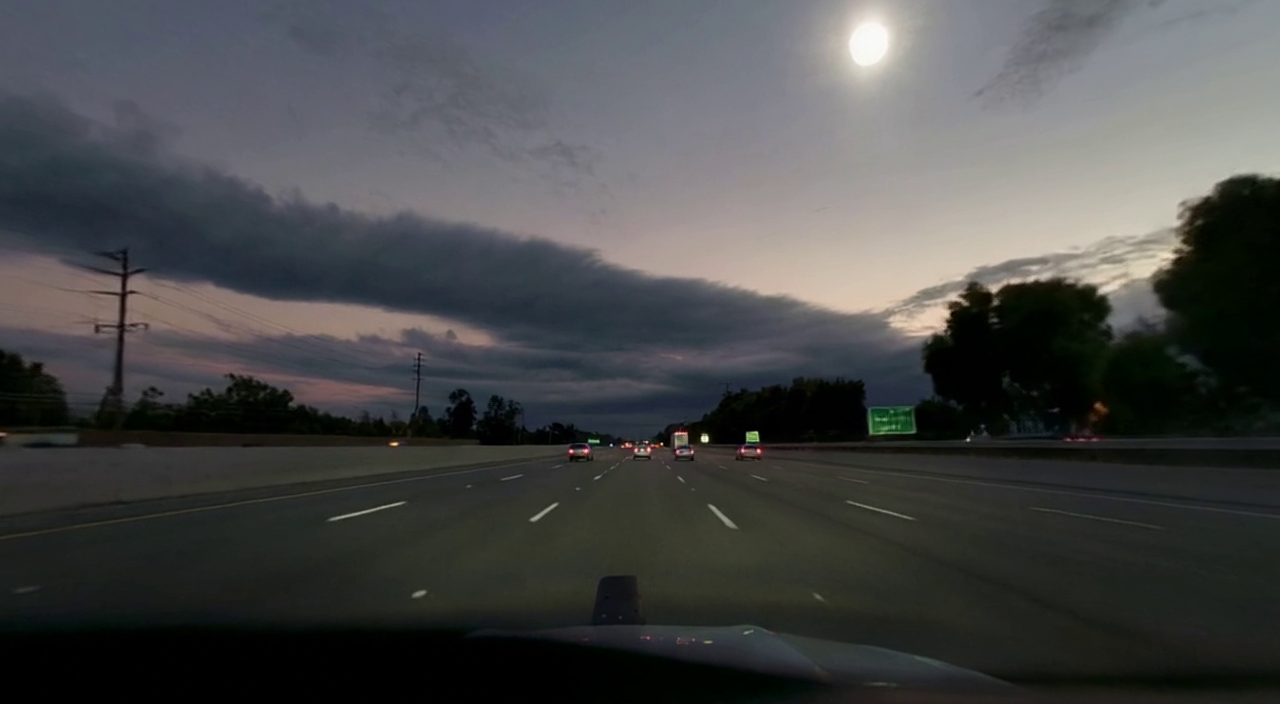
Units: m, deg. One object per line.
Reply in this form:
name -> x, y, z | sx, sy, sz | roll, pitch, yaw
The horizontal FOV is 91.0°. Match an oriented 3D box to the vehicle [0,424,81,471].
vehicle -> -35.495, 5.348, 35.274 | 2.723, 2.454, 5.915 | 0, -9, 2

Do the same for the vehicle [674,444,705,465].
vehicle -> 3.800, 7.905, 48.726 | 2.076, 1.506, 4.050 | 0, -9, 0

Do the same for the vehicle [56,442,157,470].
vehicle -> -31.806, 6.191, 37.763 | 1.945, 1.577, 4.555 | 0, -9, 2

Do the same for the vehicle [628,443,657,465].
vehicle -> 0.167, 7.583, 46.839 | 2.066, 1.562, 4.198 | 0, -9, 0
